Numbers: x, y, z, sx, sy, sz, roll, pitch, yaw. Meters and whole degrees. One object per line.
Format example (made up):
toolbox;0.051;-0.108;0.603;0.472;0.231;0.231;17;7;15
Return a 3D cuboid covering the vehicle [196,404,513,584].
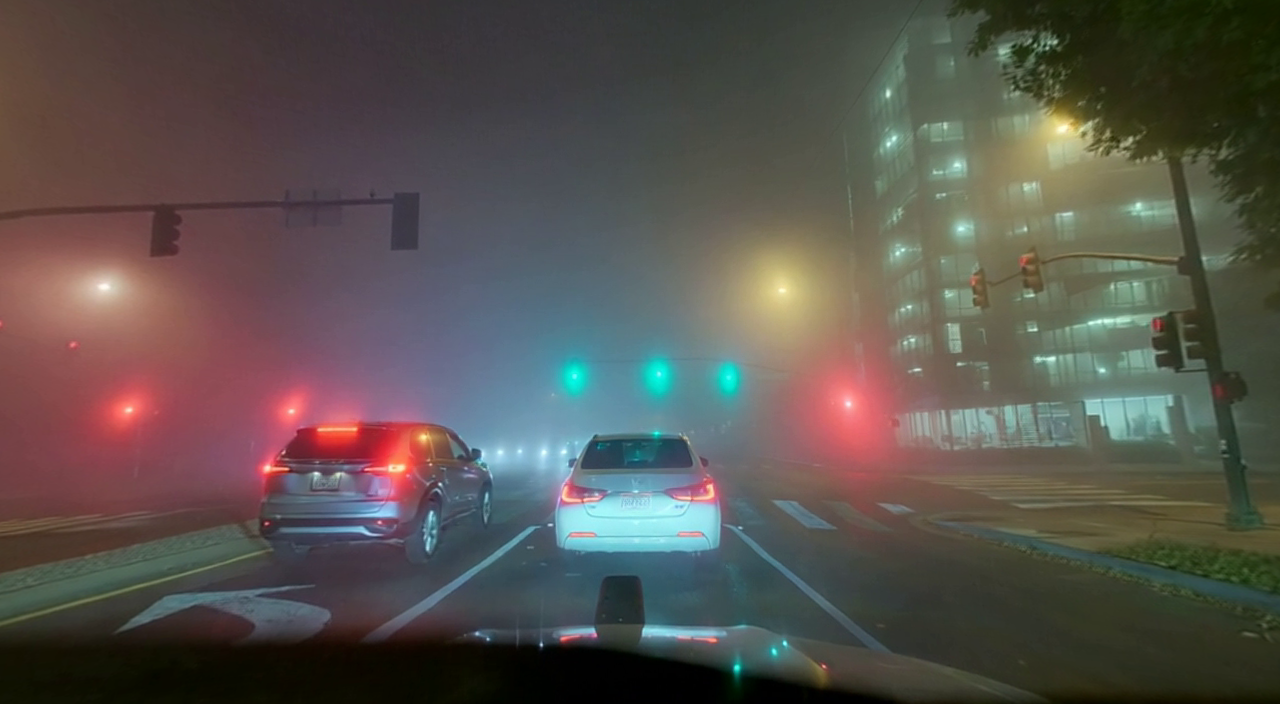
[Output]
vehicle;-3.192;1.694;8.356;2.081;1.719;4.434;0;-8;0

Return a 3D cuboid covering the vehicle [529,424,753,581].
vehicle;0.014;1.761;8.178;2.190;1.522;3.850;0;-8;0
